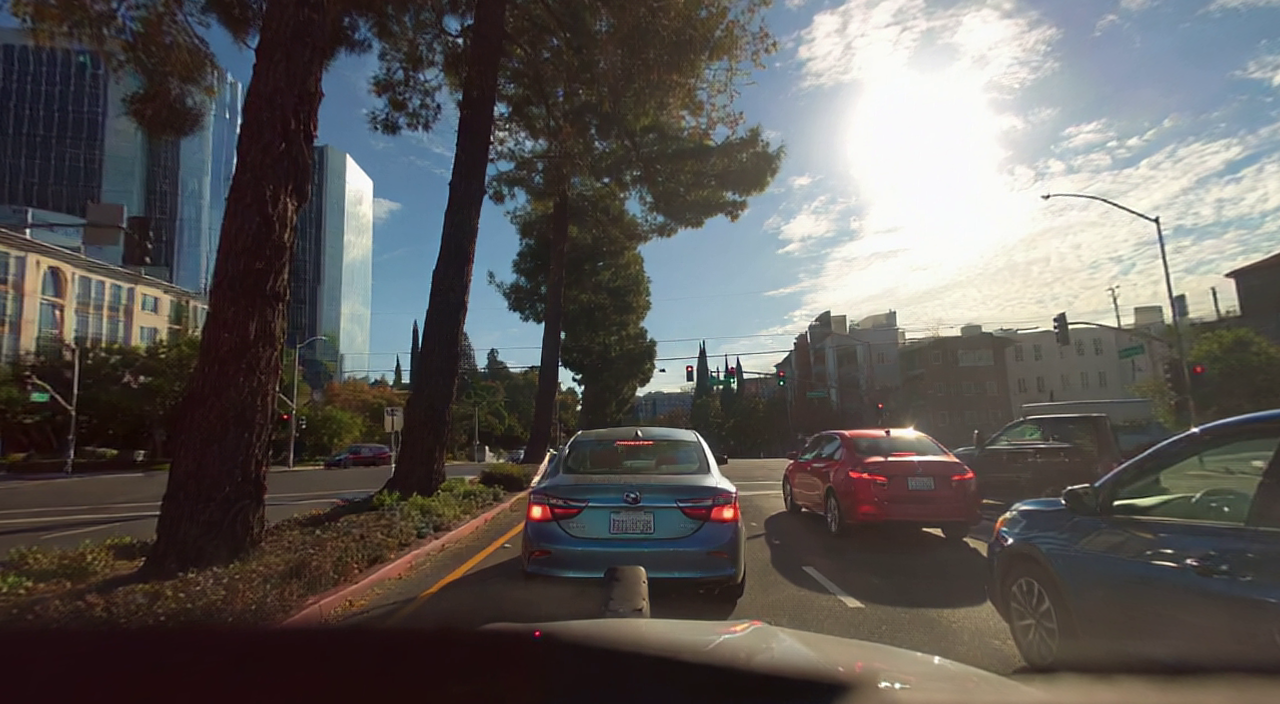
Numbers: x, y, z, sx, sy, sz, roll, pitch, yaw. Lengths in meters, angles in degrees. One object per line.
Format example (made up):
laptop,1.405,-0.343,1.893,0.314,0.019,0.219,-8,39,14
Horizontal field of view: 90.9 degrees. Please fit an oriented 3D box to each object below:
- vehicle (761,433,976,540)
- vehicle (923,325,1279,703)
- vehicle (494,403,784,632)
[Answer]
vehicle,3.686,2.259,11.301,2.054,1.482,4.654,0,-9,-1
vehicle,3.717,0.934,3.426,2.162,1.829,4.519,0,-9,-1
vehicle,-0.024,1.478,6.503,2.074,1.631,3.793,0,-9,0
